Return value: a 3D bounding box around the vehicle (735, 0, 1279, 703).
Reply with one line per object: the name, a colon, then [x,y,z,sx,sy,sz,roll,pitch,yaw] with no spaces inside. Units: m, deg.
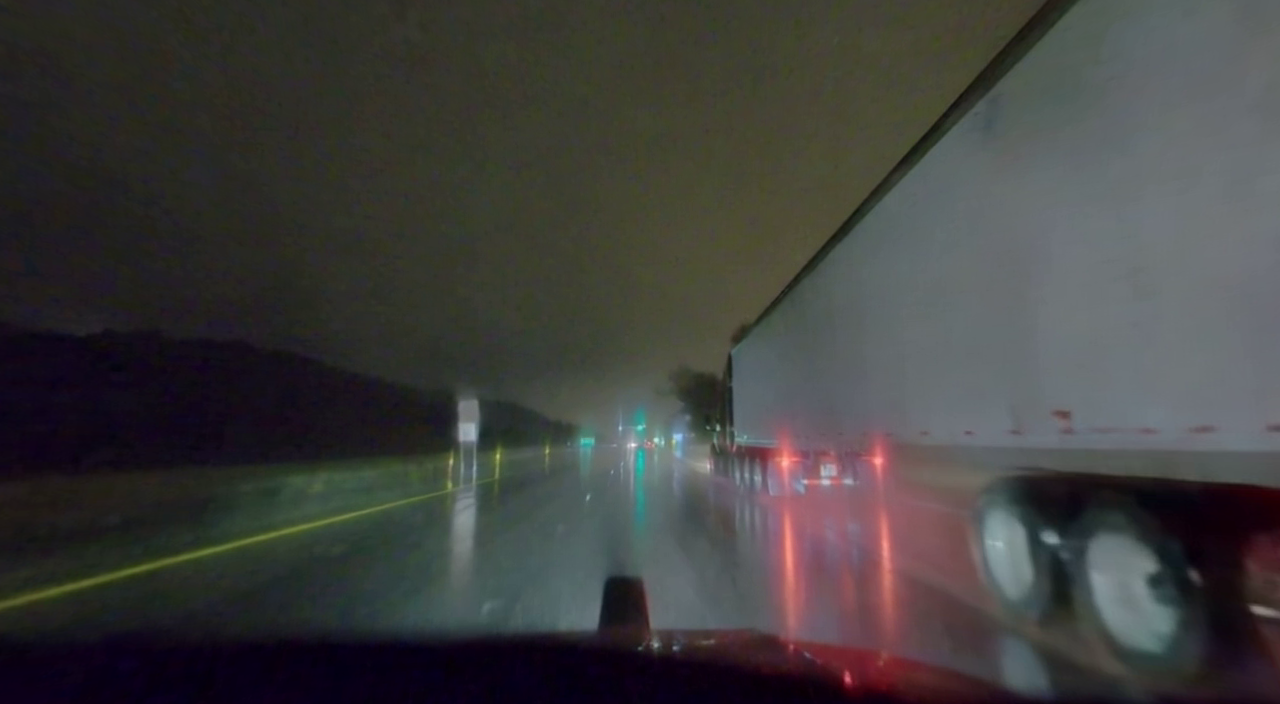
vehicle: [3.974,0.604,9.288,2.933,4.100,14.317,0,-8,0]
